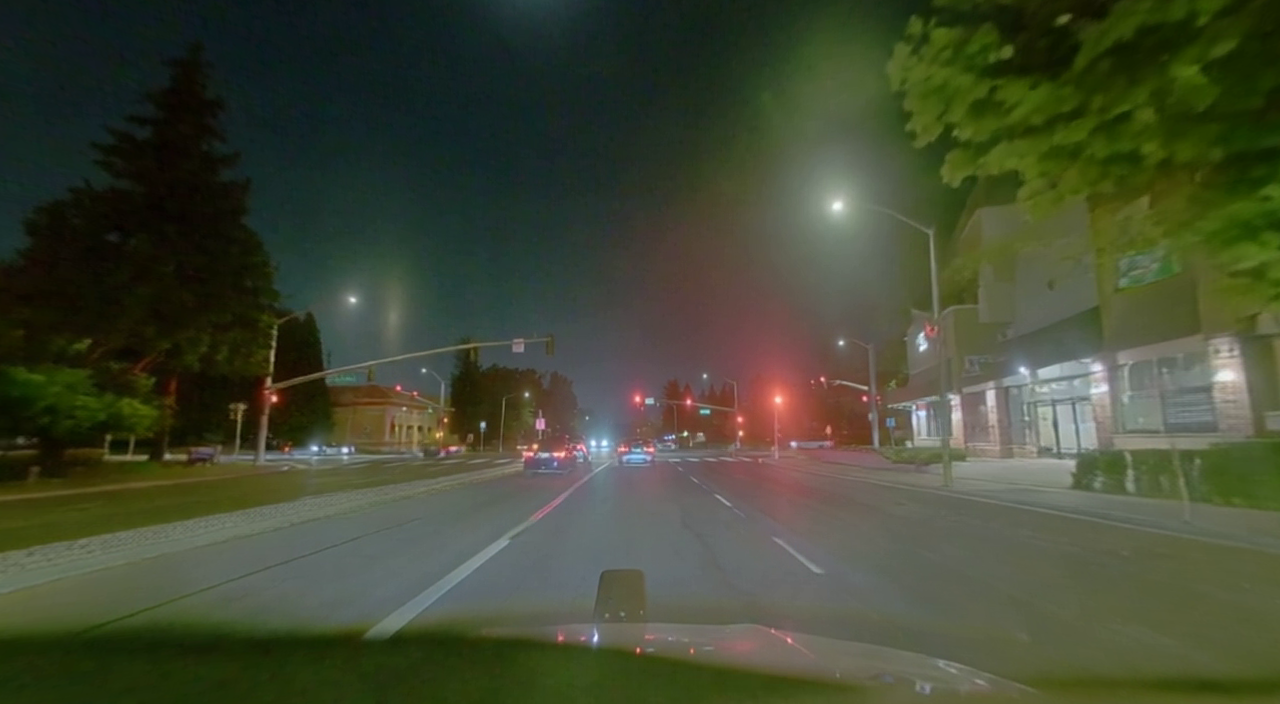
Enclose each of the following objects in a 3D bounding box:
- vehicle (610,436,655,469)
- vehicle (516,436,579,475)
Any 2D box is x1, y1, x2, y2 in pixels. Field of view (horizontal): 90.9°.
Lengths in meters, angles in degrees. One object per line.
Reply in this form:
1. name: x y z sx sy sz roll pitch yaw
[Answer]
1. vehicle: -0.373 4.941 31.147 2.066 1.482 3.923 0 -8 -1
2. vehicle: -3.793 4.331 26.649 1.942 1.497 4.561 0 -8 0
